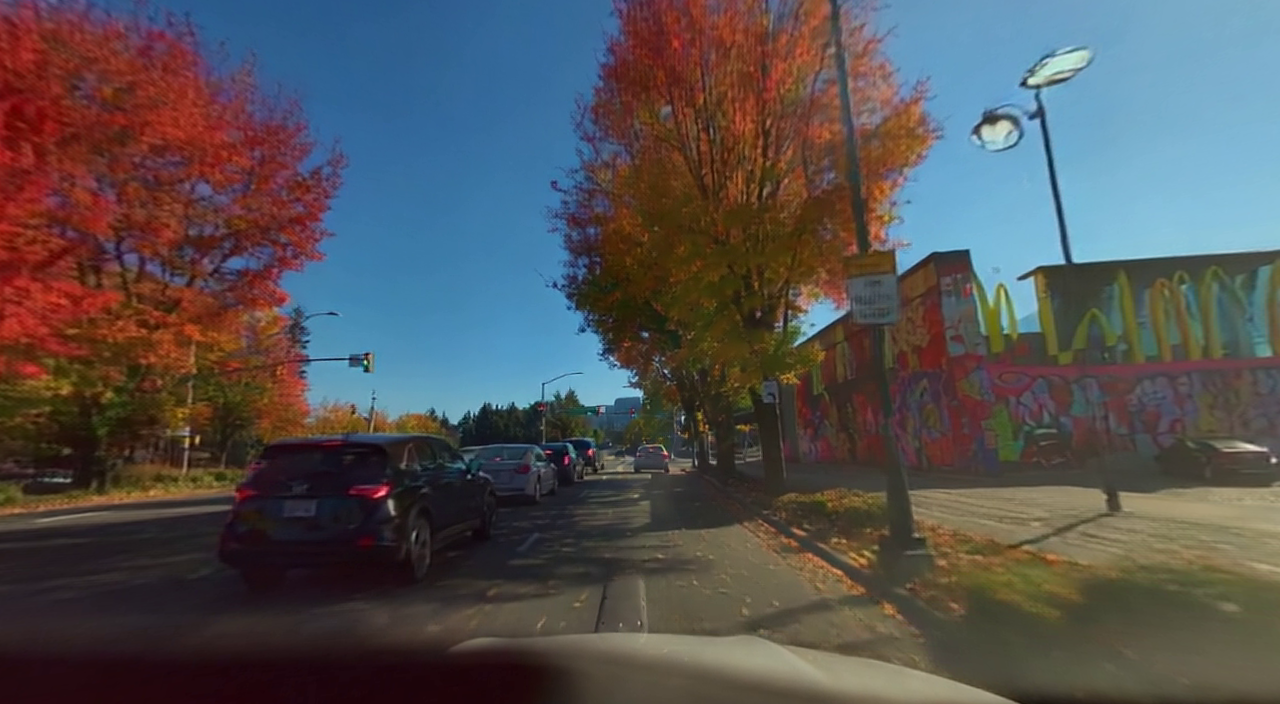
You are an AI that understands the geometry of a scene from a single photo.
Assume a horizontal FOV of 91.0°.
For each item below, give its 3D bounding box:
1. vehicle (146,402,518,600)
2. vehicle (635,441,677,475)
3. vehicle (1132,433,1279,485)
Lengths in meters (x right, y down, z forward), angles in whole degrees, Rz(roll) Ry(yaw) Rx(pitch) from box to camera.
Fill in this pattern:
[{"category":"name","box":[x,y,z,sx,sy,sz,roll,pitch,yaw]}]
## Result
[{"category":"vehicle","box":[-3.095,1.613,7.721,2.165,1.663,4.513,0,-9,1]},{"category":"vehicle","box":[0.829,5.641,33.806,2.144,1.704,4.028,0,-8,1]},{"category":"vehicle","box":[20.523,3.820,22.810,1.917,1.675,4.450,0,-8,3]}]
